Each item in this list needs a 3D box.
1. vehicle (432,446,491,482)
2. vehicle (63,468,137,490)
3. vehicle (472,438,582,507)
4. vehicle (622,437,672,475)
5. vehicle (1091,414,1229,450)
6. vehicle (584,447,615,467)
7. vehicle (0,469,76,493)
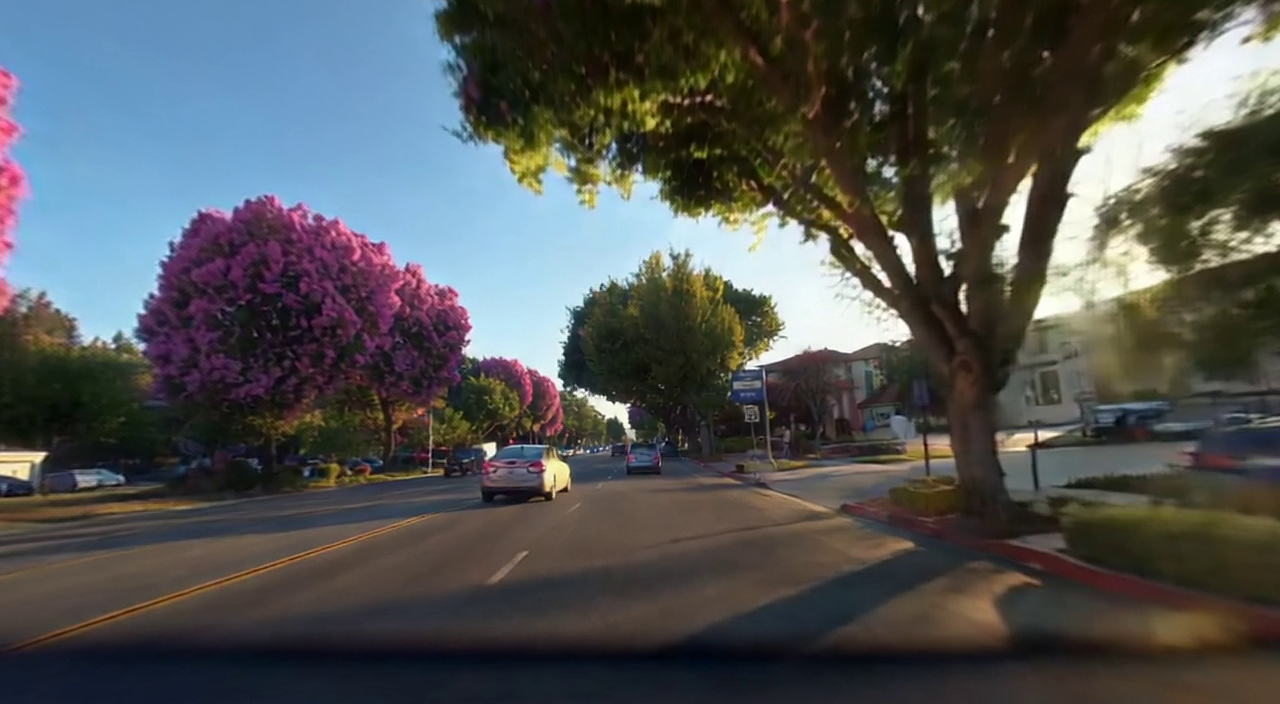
[{"bbox_3d":[-9.562,6.000,34.211,2.028,1.825,4.208,0,-9,-1],"label":"vehicle"},{"bbox_3d":[-42.086,9.877,49.287,4.089,1.565,1.759,0,-9,0],"label":"vehicle"},{"bbox_3d":[-2.945,3.248,17.489,2.167,1.634,4.220,0,-9,1],"label":"vehicle"},{"bbox_3d":[0.316,5.336,32.553,2.376,1.801,4.317,0,-9,0],"label":"vehicle"},{"bbox_3d":[23.124,3.631,28.394,1.987,1.465,4.819,0,-9,-2],"label":"vehicle"},{"bbox_3d":[-2.996,7.900,47.887,2.001,1.431,4.389,0,-9,0],"label":"vehicle"},{"bbox_3d":[-42.570,8.989,44.109,4.605,1.522,1.819,0,-9,0],"label":"vehicle"}]
